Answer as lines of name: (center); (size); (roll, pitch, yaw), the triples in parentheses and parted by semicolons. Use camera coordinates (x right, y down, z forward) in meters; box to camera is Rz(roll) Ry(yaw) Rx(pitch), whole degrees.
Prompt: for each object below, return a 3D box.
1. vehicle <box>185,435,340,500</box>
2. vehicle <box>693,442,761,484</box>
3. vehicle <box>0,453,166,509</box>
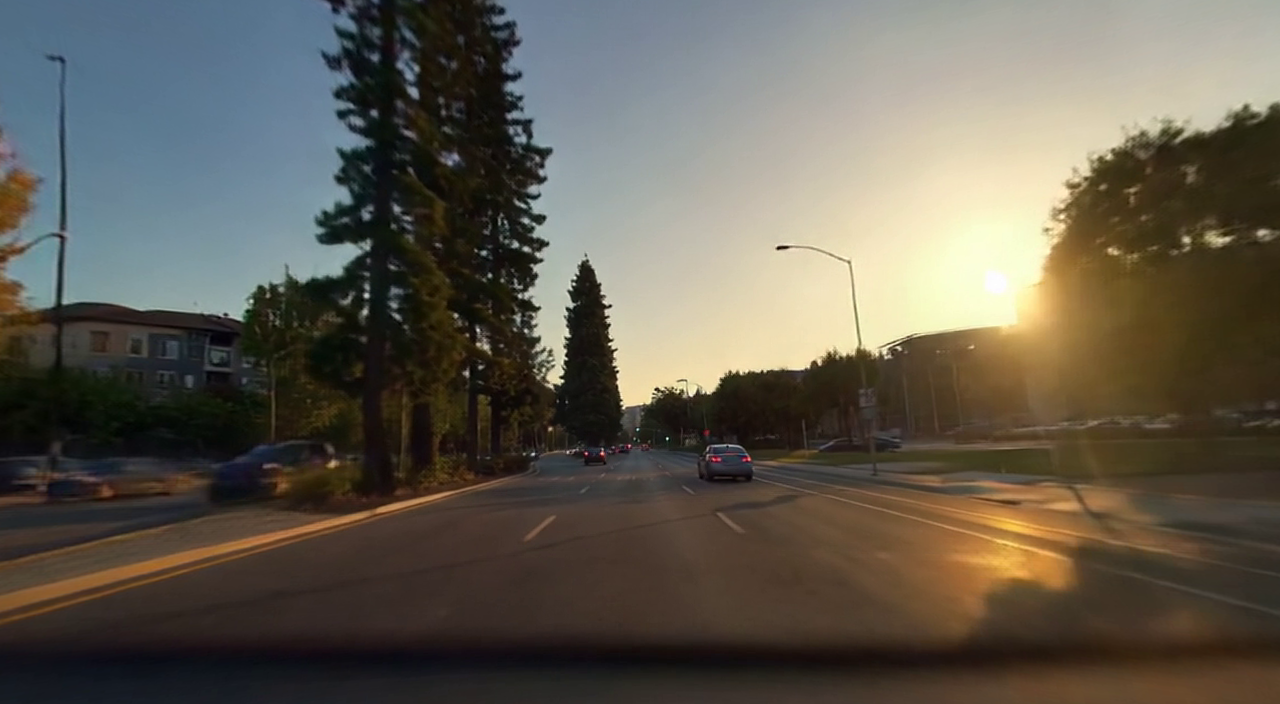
vehicle: (-11.286, 3.460, 19.342); (2.027, 1.716, 4.357); (0, -9, 0)
vehicle: (3.245, 4.255, 24.469); (1.966, 1.449, 4.290); (0, -9, -1)
vehicle: (-17.402, 3.932, 19.750); (1.897, 1.507, 4.132); (0, -9, 0)
